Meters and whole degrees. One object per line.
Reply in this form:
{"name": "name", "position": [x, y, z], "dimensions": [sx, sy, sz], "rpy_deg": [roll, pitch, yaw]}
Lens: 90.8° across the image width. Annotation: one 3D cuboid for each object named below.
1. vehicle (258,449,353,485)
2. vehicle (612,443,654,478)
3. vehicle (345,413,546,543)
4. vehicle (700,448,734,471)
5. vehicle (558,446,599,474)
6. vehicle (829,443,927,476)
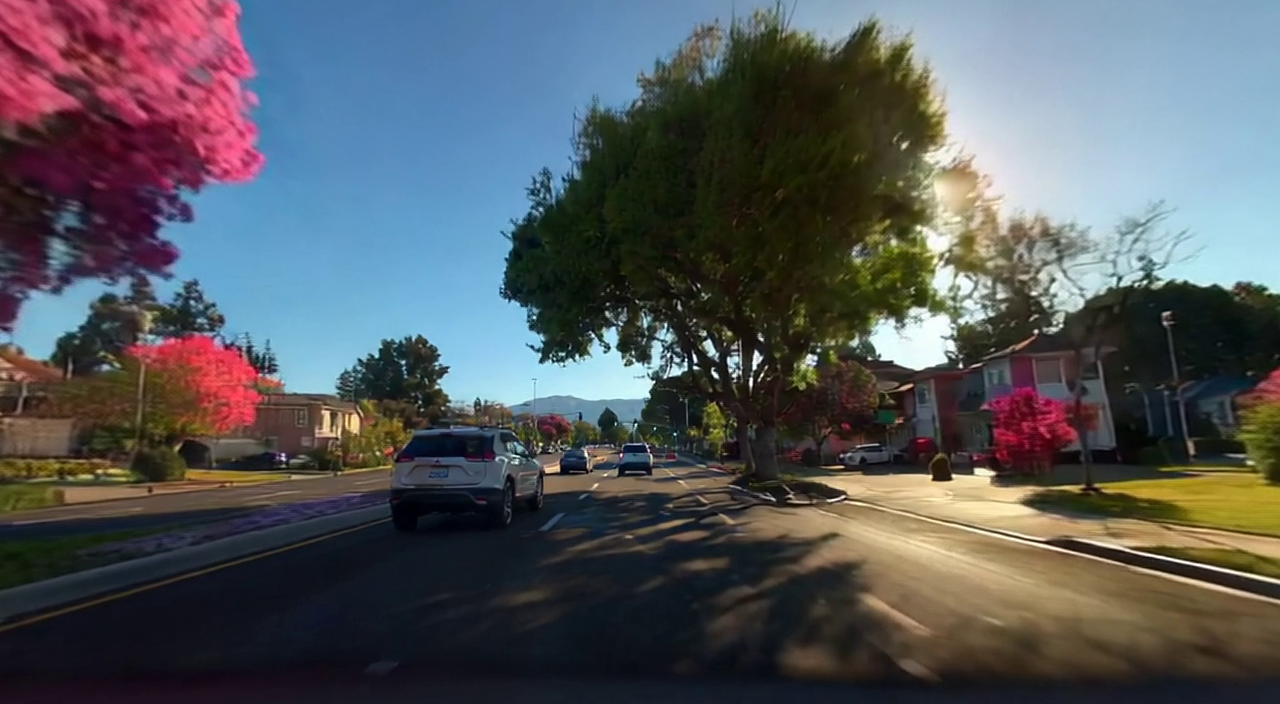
{"name": "vehicle", "position": [-15.589, 5.363, 29.753], "dimensions": [1.866, 1.501, 4.689], "rpy_deg": [0, -8, 1]}
{"name": "vehicle", "position": [-0.362, 5.521, 32.388], "dimensions": [1.997, 1.636, 3.760], "rpy_deg": [0, -8, -1]}
{"name": "vehicle", "position": [-3.266, 2.235, 11.916], "dimensions": [2.161, 1.919, 4.798], "rpy_deg": [0, -8, 1]}
{"name": "vehicle", "position": [5.757, 8.040, 47.545], "dimensions": [1.987, 1.613, 3.894], "rpy_deg": [0, -8, -1]}
{"name": "vehicle", "position": [-3.620, 6.382, 37.661], "dimensions": [2.066, 1.565, 3.905], "rpy_deg": [0, -8, 0]}
{"name": "vehicle", "position": [12.589, 5.731, 33.695], "dimensions": [4.482, 1.678, 1.890], "rpy_deg": [-1, -8, 7]}
